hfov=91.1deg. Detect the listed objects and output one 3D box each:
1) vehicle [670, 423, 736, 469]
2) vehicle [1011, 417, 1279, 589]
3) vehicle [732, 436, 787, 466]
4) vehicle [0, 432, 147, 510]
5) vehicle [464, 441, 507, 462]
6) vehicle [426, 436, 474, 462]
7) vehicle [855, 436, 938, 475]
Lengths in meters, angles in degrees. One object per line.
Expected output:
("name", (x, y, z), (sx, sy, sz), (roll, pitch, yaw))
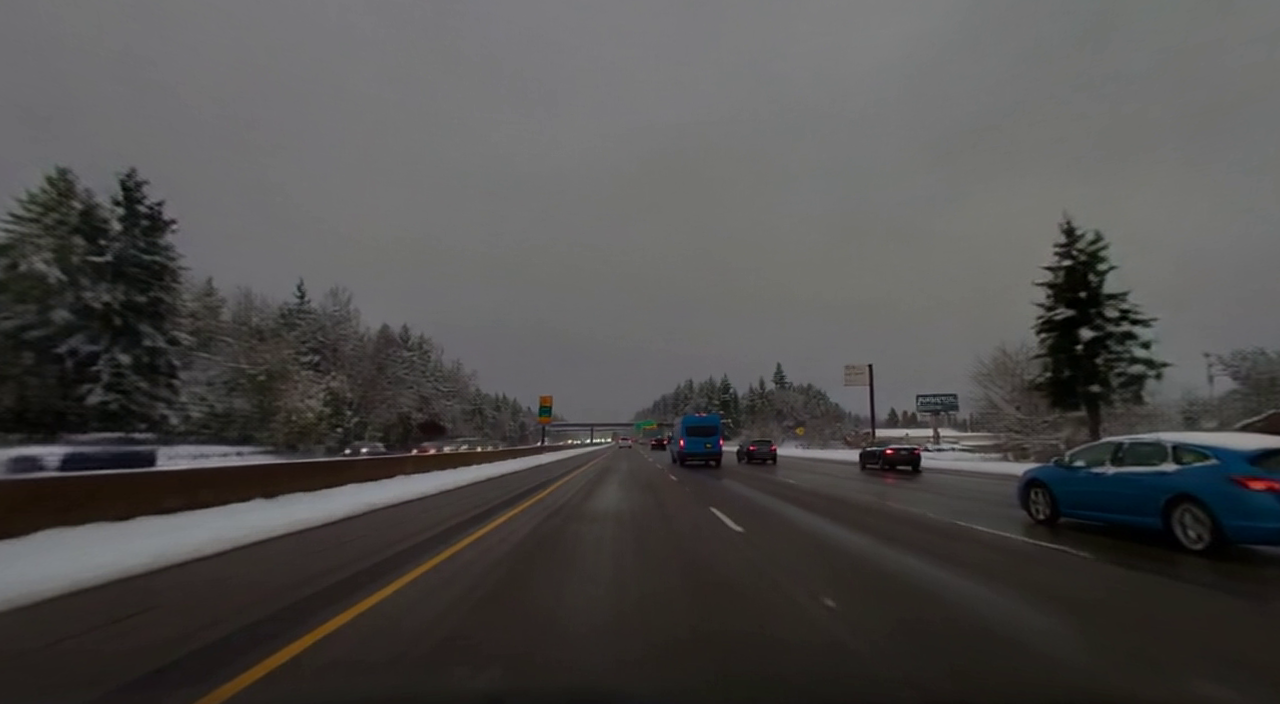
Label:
("vehicle", (3.038, 4.720, 31.655), (2.546, 2.087, 5.404), (0, -8, -2))
("vehicle", (6.688, 1.549, 7.001), (2.003, 1.517, 4.936), (0, -8, -1))
("vehicle", (6.379, 5.335, 33.917), (2.099, 1.510, 3.784), (0, -8, -2))
("vehicle", (-16.286, 3.150, 16.994), (2.153, 1.835, 4.716), (-1, -8, -3))
("vehicle", (-10.987, 7.096, 44.928), (2.060, 1.452, 4.444), (0, -8, -1))
("vehicle", (-14.944, 7.662, 49.753), (2.188, 1.906, 5.116), (0, -8, 0))
("vehicle", (10.679, 4.321, 26.415), (1.874, 1.496, 3.586), (0, -8, -2))
